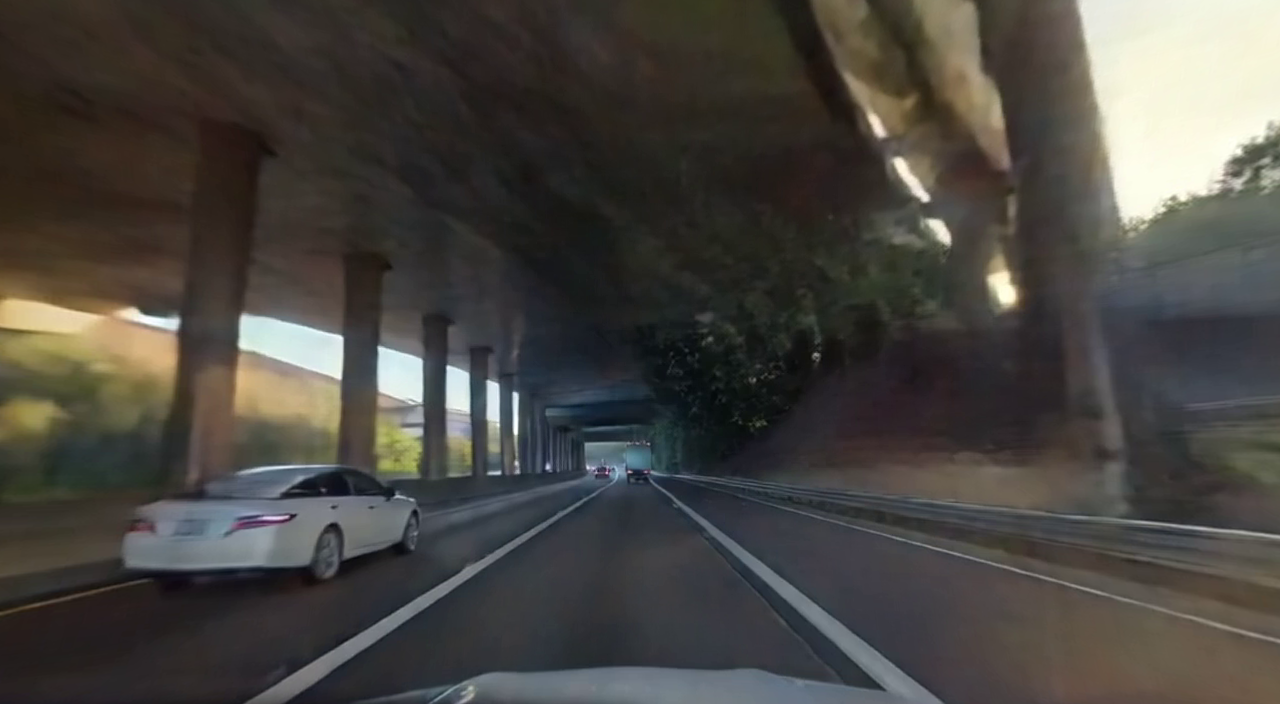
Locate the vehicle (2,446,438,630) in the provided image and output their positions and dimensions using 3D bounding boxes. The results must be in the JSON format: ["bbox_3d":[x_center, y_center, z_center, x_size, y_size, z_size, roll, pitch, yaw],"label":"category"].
[{"bbox_3d":[-4.249,1.983,7.663,1.950,1.460,4.812,1,-11,0],"label":"vehicle"}]
